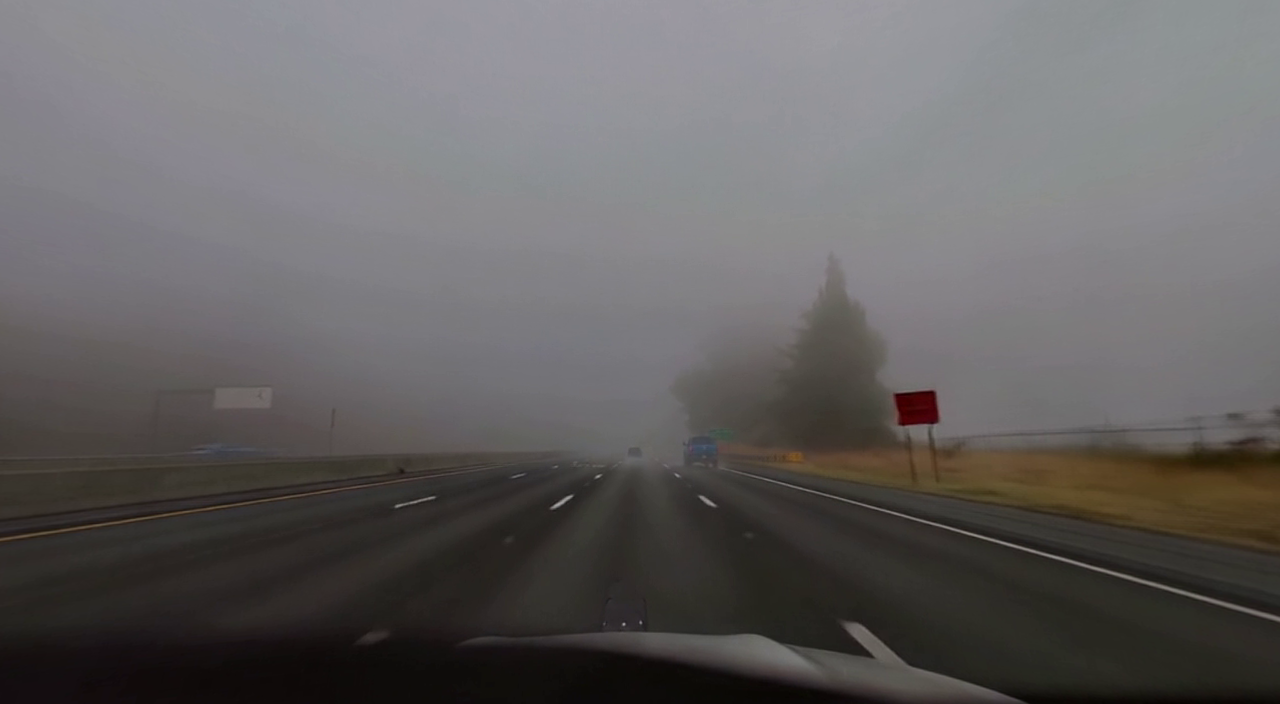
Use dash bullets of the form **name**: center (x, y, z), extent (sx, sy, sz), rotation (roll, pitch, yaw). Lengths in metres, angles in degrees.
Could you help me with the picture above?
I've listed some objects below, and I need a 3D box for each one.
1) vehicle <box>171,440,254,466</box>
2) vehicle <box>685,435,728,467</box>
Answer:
- **vehicle**: center (-29.202, 6.913, 43.334), extent (2.106, 1.690, 5.087), rotation (0, -8, 1)
- **vehicle**: center (4.250, 6.402, 41.051), extent (2.172, 1.930, 4.879), rotation (0, -8, -1)
